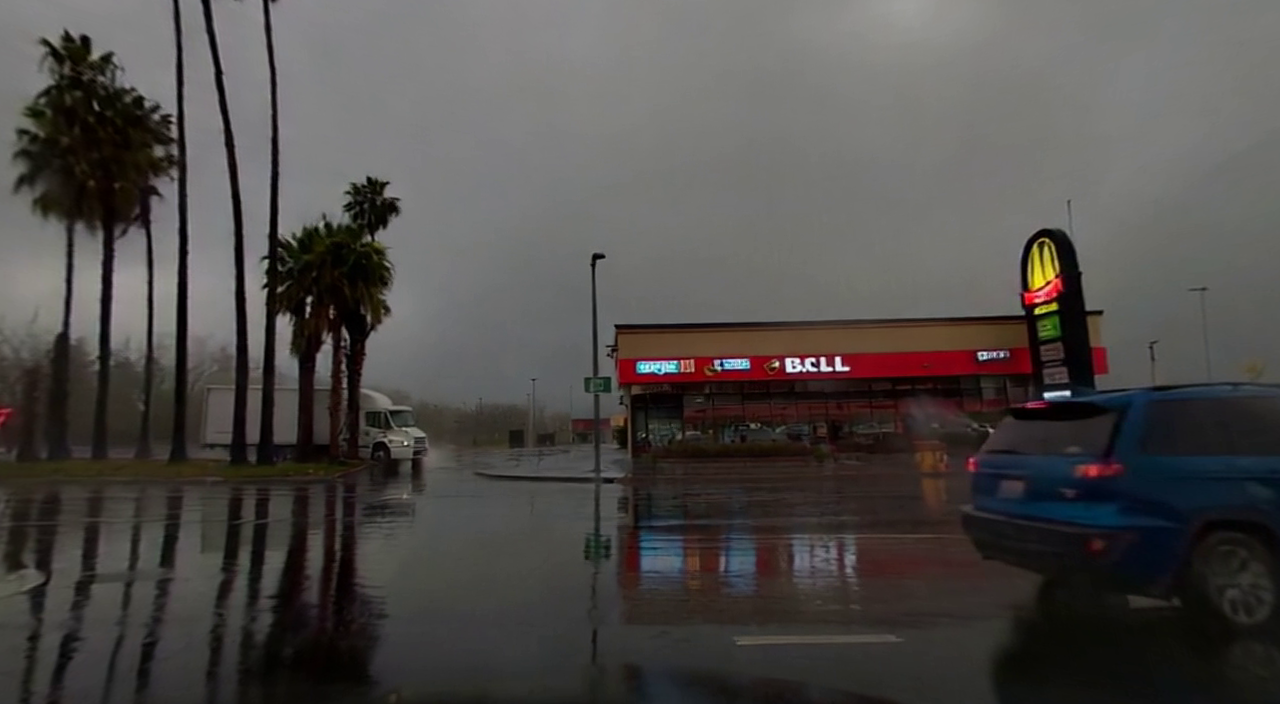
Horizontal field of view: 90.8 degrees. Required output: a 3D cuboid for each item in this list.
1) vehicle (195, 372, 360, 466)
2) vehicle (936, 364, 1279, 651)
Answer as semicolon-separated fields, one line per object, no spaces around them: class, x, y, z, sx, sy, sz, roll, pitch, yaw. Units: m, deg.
vehicle;-16.951;3.376;30.448;3.034;3.929;7.699;0;-9;2
vehicle;5.133;1.085;4.960;4.493;1.728;2.137;0;-9;0
